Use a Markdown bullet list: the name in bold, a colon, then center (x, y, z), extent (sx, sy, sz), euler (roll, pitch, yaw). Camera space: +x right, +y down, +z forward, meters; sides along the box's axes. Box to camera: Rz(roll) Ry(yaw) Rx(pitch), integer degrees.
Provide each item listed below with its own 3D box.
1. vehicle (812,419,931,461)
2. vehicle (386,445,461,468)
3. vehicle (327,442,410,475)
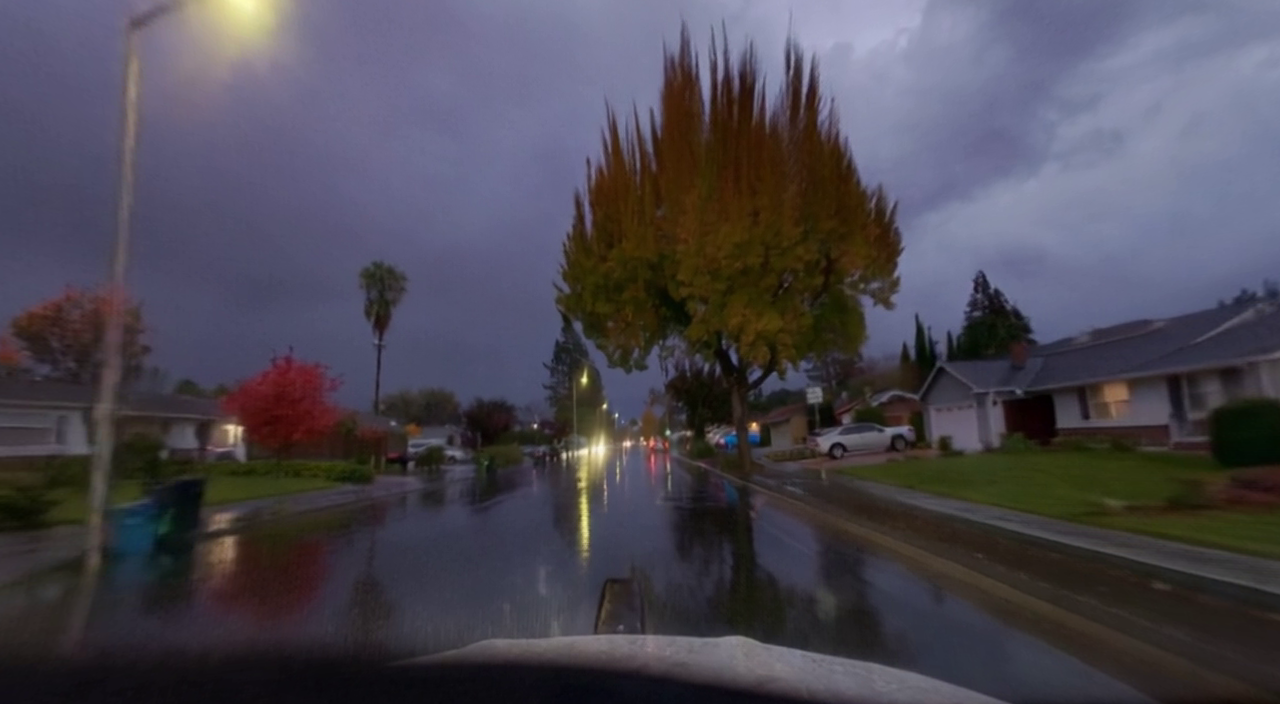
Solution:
- **vehicle**: center (10.480, 4.044, 28.962), extent (4.582, 1.680, 2.223), euler (-2, -8, 4)
- **vehicle**: center (-14.483, 7.023, 42.432), extent (4.285, 1.483, 1.954), euler (0, -9, 0)
- **vehicle**: center (-14.138, 5.552, 33.192), extent (1.982, 1.596, 3.988), euler (-2, -8, 12)
